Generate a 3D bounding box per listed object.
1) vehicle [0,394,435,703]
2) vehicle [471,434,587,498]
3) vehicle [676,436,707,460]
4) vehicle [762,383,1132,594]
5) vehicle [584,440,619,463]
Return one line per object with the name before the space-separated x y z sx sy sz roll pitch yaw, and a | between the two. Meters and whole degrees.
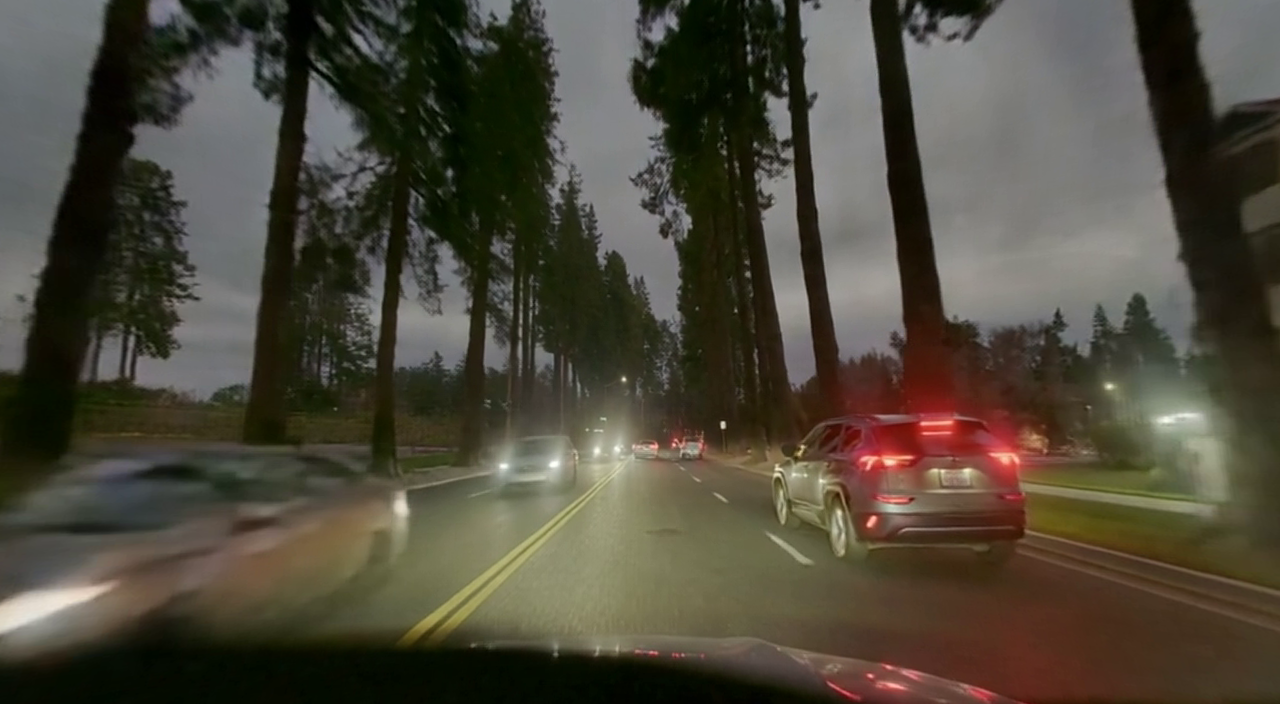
vehicle | -2.851 1.110 3.672 1.941 1.409 3.975 0 -8 0
vehicle | -2.818 3.035 17.186 2.182 1.486 4.809 0 -8 1
vehicle | 3.910 7.415 48.511 2.069 1.791 4.422 0 -8 0
vehicle | 3.267 1.600 8.272 2.219 1.881 5.104 0 -8 -1
vehicle | -2.693 7.102 44.890 2.096 1.515 4.481 0 -8 2
